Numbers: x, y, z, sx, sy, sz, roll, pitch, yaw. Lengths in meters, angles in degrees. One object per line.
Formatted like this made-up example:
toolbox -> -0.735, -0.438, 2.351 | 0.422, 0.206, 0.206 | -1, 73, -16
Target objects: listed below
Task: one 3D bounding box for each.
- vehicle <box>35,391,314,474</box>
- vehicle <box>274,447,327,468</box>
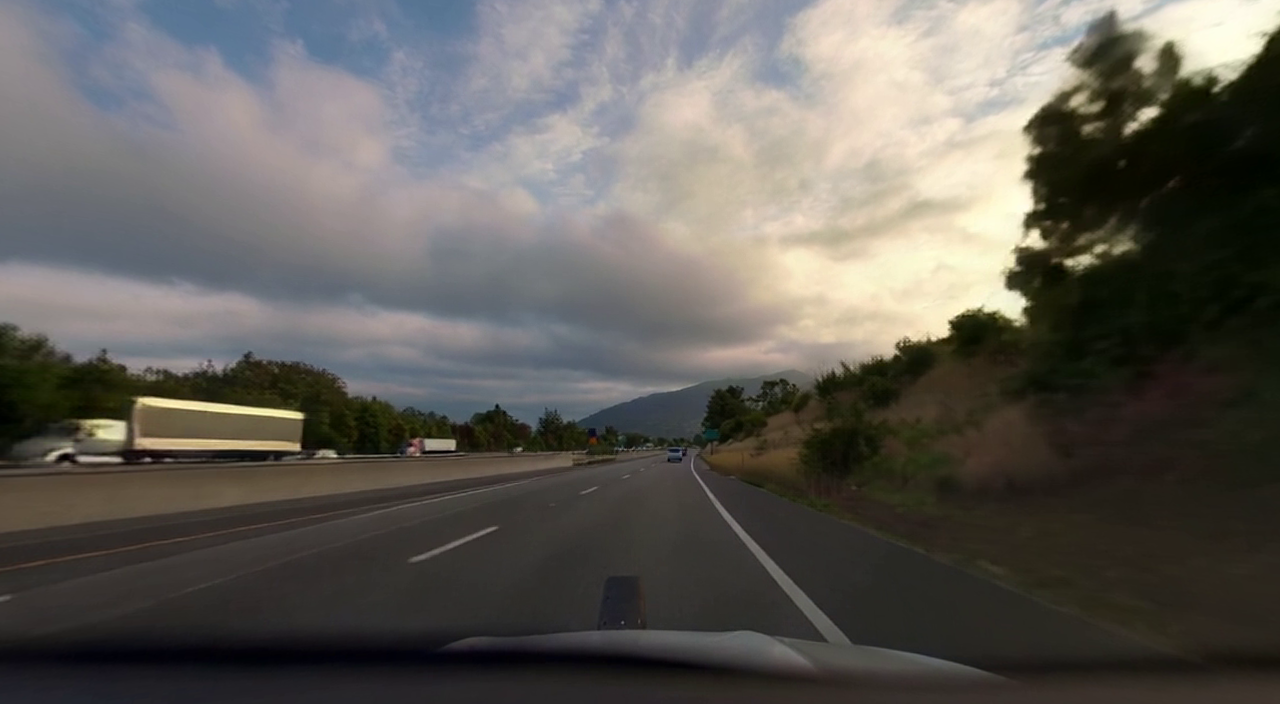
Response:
vehicle -> -28.894, 5.540, 41.649 | 3.620, 4.302, 17.223 | -1, -9, 7
vehicle -> -23.708, 7.371, 44.100 | 1.508, 1.359, 3.374 | -1, -9, 7
